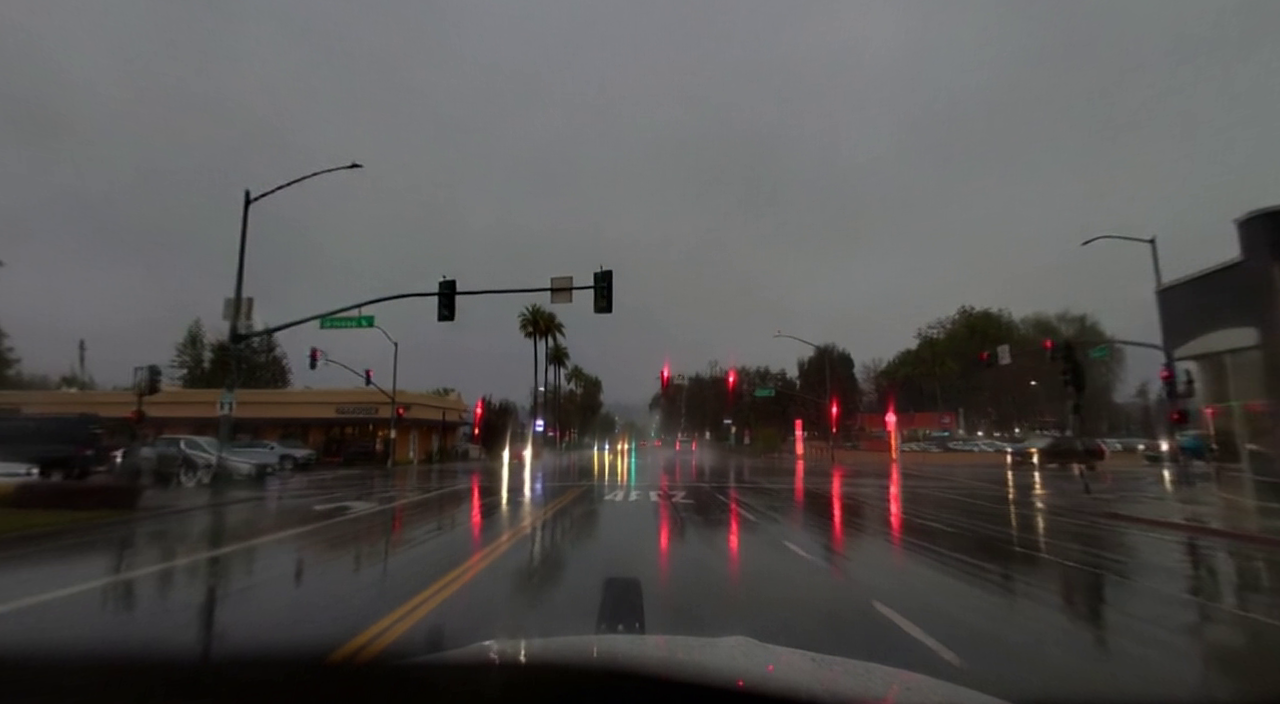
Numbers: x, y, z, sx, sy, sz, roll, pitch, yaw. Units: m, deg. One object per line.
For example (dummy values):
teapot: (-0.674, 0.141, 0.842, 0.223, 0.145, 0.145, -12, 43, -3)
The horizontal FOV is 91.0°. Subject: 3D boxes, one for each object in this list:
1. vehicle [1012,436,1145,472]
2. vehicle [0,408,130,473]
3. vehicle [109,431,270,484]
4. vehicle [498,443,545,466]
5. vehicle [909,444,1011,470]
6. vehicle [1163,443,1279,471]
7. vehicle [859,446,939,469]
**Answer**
vehicle: (23.341, 5.449, 33.672, 5.509, 1.873, 2.123, 0, -9, -2)
vehicle: (-35.503, 4.804, 34.201, 12.726, 3.308, 3.114, 0, -7, 0)
vehicle: (-18.716, 4.386, 26.349, 4.901, 2.064, 2.296, 0, -9, 0)
vehicle: (-9.212, 8.050, 49.487, 2.045, 1.699, 4.563, -2, -9, 11)
vehicle: (18.867, 6.205, 37.278, 4.977, 1.508, 1.948, 0, -9, 0)
vehicle: (31.421, 5.636, 33.853, 4.701, 1.463, 1.989, 0, -9, 0)
vehicle: (17.080, 6.943, 41.599, 4.451, 1.494, 1.857, 0, -9, 3)
